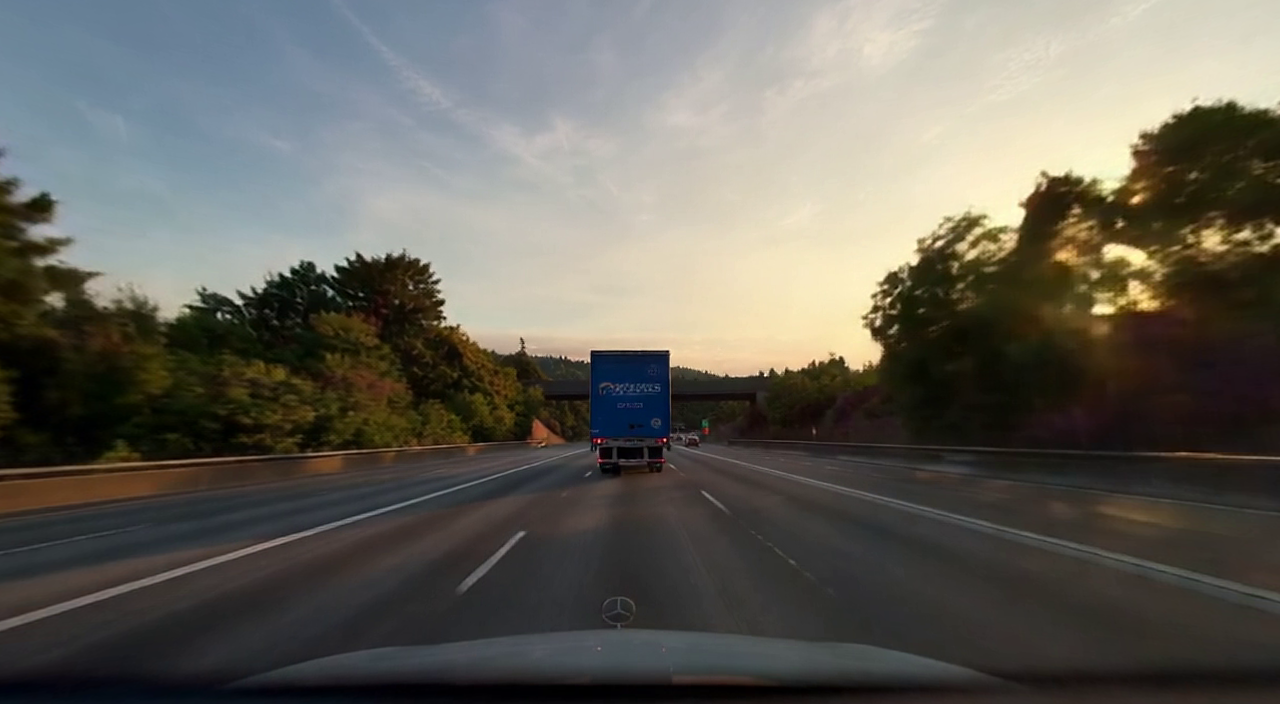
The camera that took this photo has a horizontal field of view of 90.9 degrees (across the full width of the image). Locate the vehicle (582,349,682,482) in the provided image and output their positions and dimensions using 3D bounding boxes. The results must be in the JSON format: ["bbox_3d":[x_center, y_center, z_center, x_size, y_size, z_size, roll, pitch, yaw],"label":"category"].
[{"bbox_3d":[-0.463,2.515,23.575,2.895,3.861,10.213,0,-8,-3],"label":"vehicle"}]
